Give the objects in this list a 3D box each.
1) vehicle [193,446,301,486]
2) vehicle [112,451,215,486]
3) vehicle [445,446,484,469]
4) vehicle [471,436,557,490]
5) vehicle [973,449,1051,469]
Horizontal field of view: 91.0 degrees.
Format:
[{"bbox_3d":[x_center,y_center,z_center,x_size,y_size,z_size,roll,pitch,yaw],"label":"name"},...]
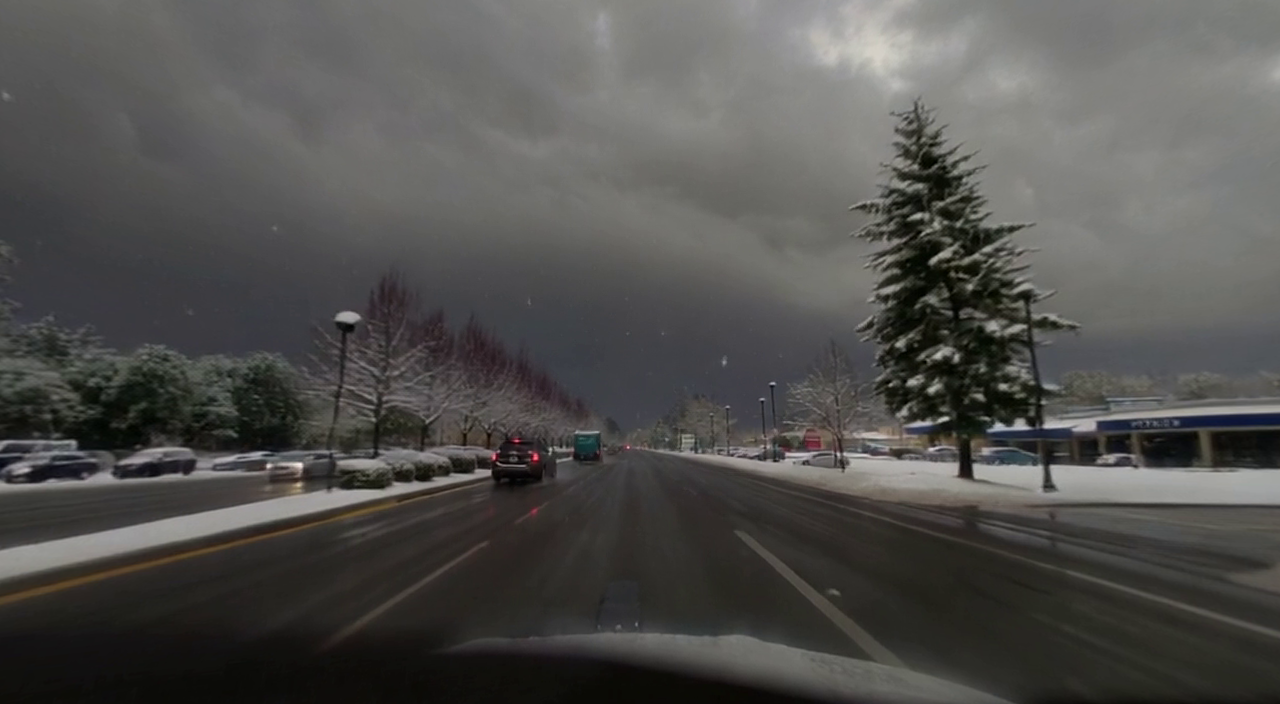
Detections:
[{"bbox_3d":[-19.204,5.553,31.105,2.108,1.770,4.992,0,-9,0],"label":"vehicle"},{"bbox_3d":[-23.036,5.611,30.620,1.836,1.582,4.075,1,-9,-1],"label":"vehicle"},{"bbox_3d":[-12.712,7.651,45.792,1.760,1.567,3.930,1,-9,-1],"label":"vehicle"},{"bbox_3d":[-4.252,3.826,22.047,2.109,1.672,4.256,0,-9,0],"label":"vehicle"},{"bbox_3d":[28.847,8.295,48.891,4.754,1.499,1.955,0,-9,1],"label":"vehicle"}]
